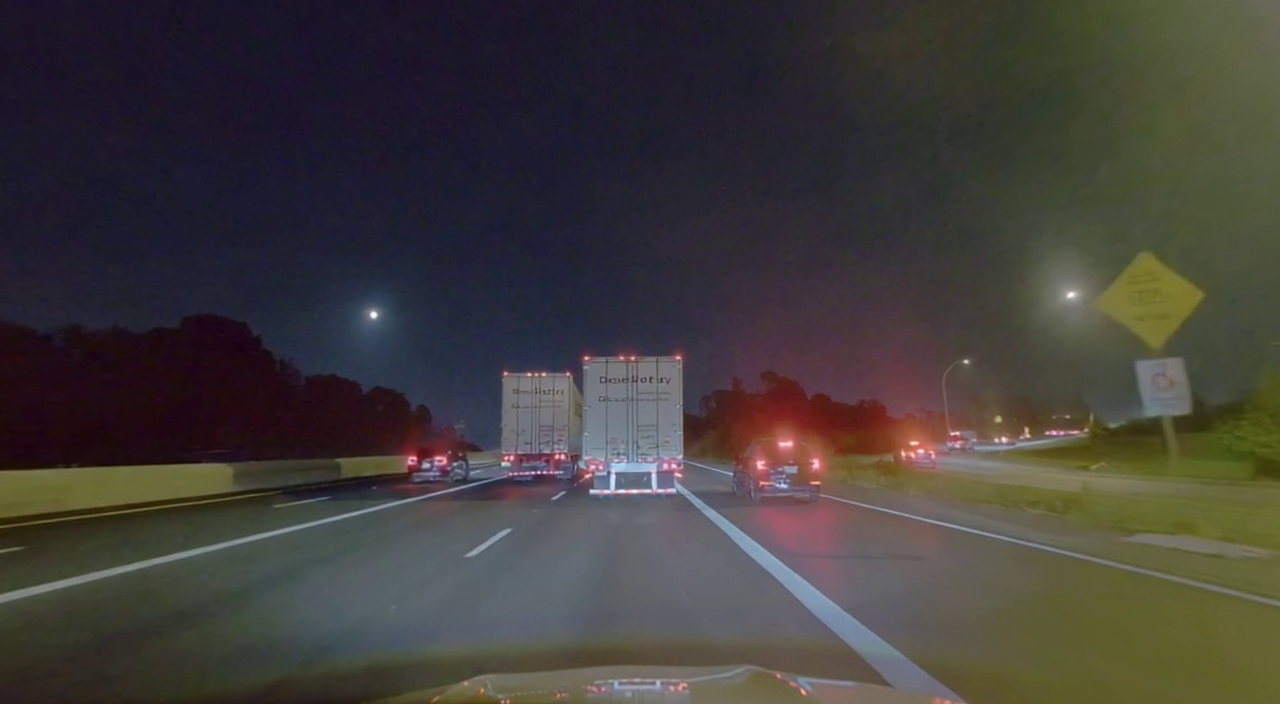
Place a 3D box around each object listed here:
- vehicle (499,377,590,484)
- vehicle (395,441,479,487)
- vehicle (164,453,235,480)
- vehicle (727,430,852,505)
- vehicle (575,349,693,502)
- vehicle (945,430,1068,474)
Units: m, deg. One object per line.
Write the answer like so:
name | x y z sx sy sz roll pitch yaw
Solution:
vehicle | -4.120 3.858 30.063 2.888 4.154 10.960 0 -9 -1
vehicle | -8.163 4.531 25.922 2.017 1.694 4.420 0 -9 -1
vehicle | -24.528 6.360 35.314 1.531 1.398 3.365 0 -9 0
vehicle | 3.869 3.087 17.332 2.136 1.753 4.644 0 -9 -2
vehicle | -0.219 2.536 20.731 2.910 3.828 9.805 0 -9 -1
vehicle | 16.653 4.600 29.186 2.128 1.783 5.718 0 -9 -2
